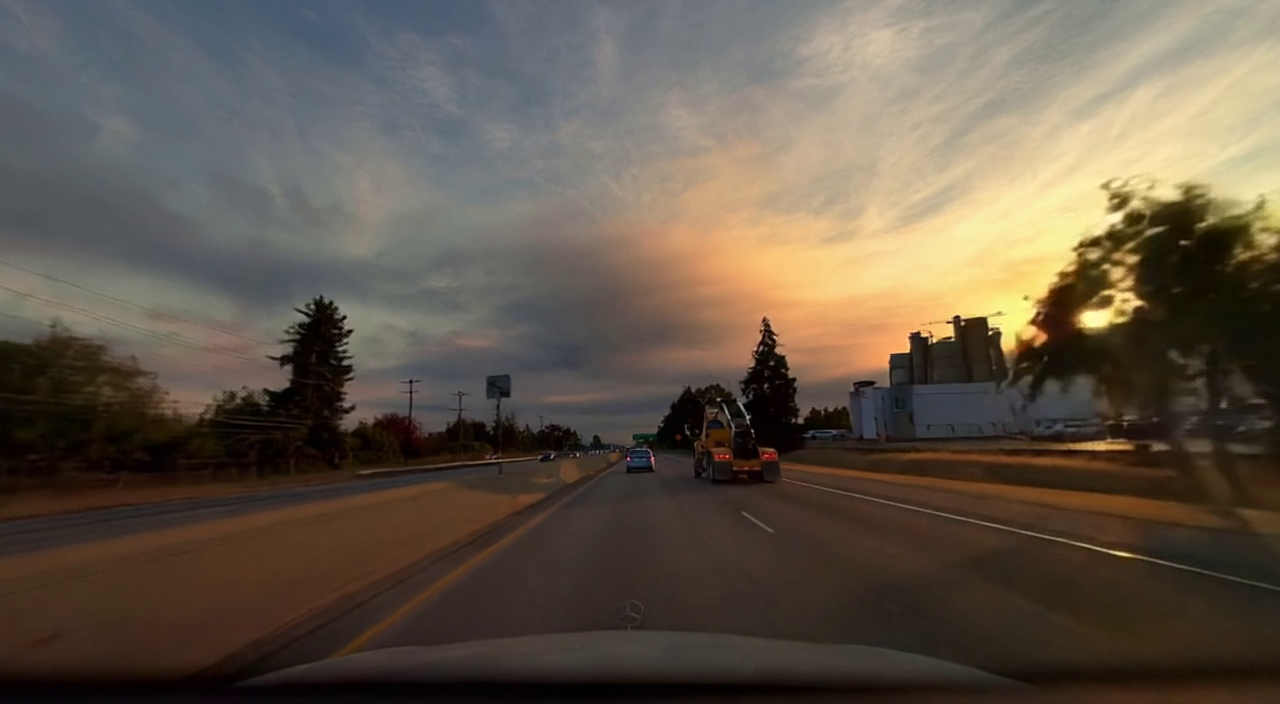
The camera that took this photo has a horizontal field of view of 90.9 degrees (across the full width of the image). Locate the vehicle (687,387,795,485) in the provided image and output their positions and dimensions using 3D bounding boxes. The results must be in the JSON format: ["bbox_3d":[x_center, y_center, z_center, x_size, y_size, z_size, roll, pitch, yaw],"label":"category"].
[{"bbox_3d":[4.000,3.706,27.180,3.089,3.568,8.101,0,-9,-1],"label":"vehicle"}]

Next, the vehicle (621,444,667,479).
[{"bbox_3d":[0.162,5.158,29.854,2.045,1.527,4.023,0,-9,-1],"label":"vehicle"}]
